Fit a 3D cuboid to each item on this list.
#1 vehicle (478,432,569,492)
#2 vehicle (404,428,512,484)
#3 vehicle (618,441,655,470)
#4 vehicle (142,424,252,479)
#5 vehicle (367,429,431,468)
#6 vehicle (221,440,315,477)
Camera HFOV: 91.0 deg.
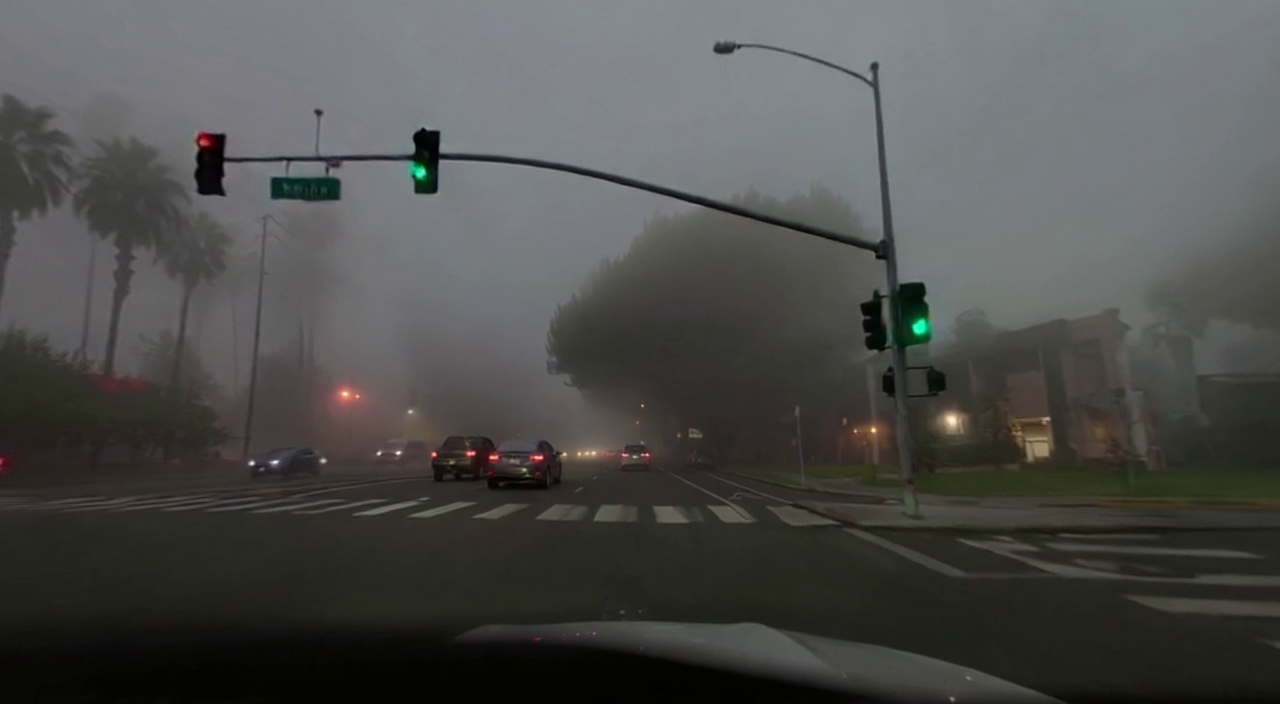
[{"bbox_3d":[-3.834,3.716,21.594,2.116,1.806,4.516,0,-9,1],"label":"vehicle"},{"bbox_3d":[-7.217,4.233,25.921,2.457,2.010,6.330,0,-9,1],"label":"vehicle"},{"bbox_3d":[-0.268,6.773,41.299,2.280,1.803,4.240,0,-9,-1],"label":"vehicle"},{"bbox_3d":[-26.007,5.861,37.278,2.512,2.978,5.172,1,-9,0],"label":"vehicle"},{"bbox_3d":[-17.991,7.263,47.350,2.331,2.714,5.872,0,-9,1],"label":"vehicle"},{"bbox_3d":[-18.382,5.270,31.391,2.064,1.670,4.242,0,-9,0],"label":"vehicle"}]
